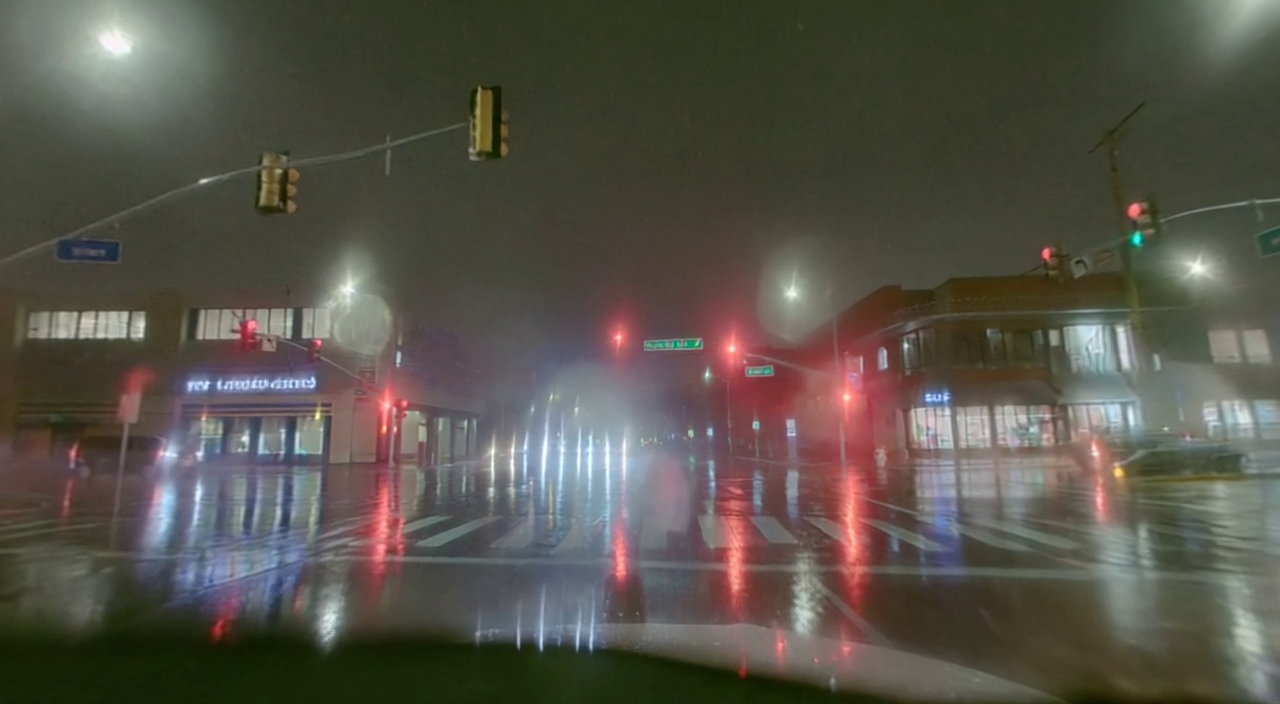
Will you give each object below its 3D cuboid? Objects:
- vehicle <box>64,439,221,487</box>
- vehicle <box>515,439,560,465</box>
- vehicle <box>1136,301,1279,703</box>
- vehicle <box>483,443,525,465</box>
[{"bbox_3d":[-21.209,4.702,27.041,5.161,1.910,2.275,-2,-9,11],"label":"vehicle"},{"bbox_3d":[-6.882,6.803,43.087,2.181,1.703,4.512,-1,-9,2],"label":"vehicle"},{"bbox_3d":[2.935,0.431,0.124,2.049,1.691,4.447,0,-9,1],"label":"vehicle"},{"bbox_3d":[-9.935,7.465,46.421,2.106,1.505,4.228,0,-9,0],"label":"vehicle"}]
